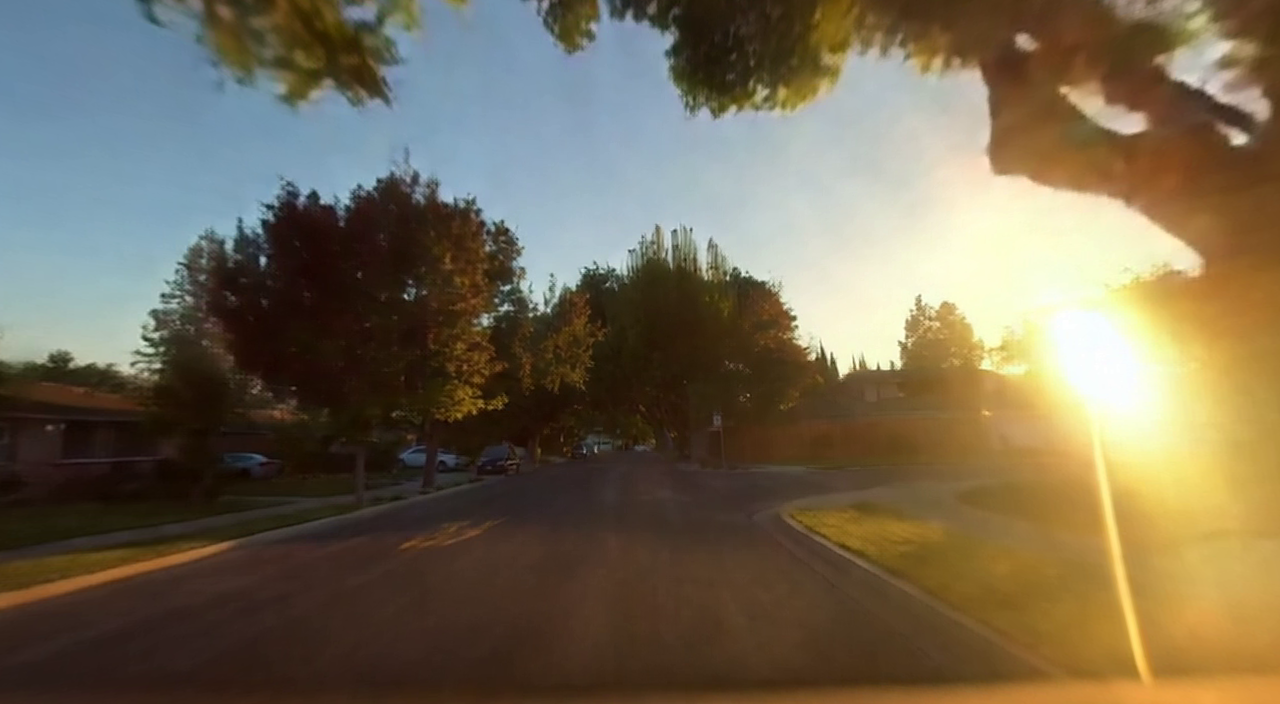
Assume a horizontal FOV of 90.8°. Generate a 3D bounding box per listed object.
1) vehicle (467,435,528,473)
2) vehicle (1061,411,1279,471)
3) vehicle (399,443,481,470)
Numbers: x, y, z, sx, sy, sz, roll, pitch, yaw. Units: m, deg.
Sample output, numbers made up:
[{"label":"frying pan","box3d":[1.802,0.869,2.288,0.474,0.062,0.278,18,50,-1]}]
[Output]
[{"label":"vehicle","box3d":[-7.638,5.563,34.438,2.091,1.912,4.598,0,-9,2]},{"label":"vehicle","box3d":[13.691,2.312,16.417,4.086,1.450,1.830,-1,-8,4]},{"label":"vehicle","box3d":[-12.597,6.596,40.019,4.538,1.578,2.000,0,-8,1]}]
